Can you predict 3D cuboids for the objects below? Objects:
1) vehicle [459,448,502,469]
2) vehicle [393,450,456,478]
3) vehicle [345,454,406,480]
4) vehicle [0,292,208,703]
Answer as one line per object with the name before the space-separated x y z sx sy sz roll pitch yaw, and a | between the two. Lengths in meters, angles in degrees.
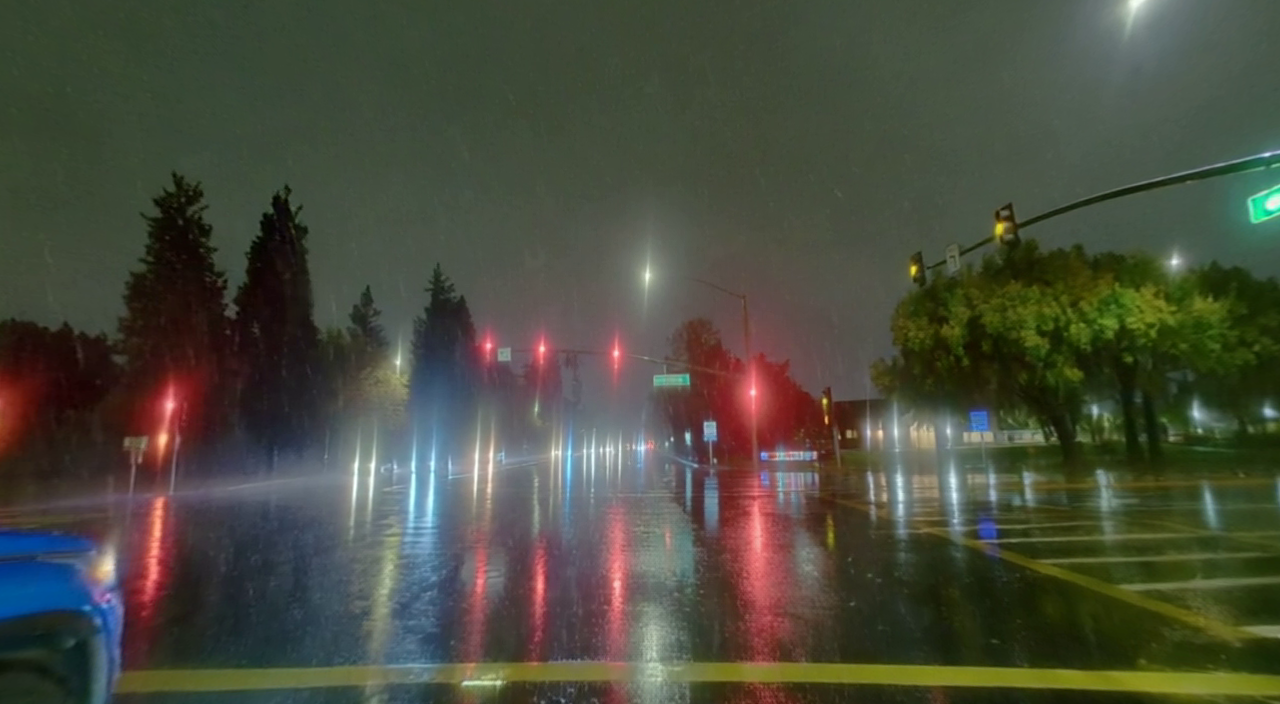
vehicle | -11.848 7.945 47.105 1.980 1.452 4.318 0 -8 2
vehicle | -12.522 6.536 36.982 2.028 1.455 4.421 0 -8 2
vehicle | -16.123 7.017 38.711 1.830 1.440 4.351 0 -8 1
vehicle | -3.143 0.522 0.695 2.123 1.799 4.425 0 -8 1
